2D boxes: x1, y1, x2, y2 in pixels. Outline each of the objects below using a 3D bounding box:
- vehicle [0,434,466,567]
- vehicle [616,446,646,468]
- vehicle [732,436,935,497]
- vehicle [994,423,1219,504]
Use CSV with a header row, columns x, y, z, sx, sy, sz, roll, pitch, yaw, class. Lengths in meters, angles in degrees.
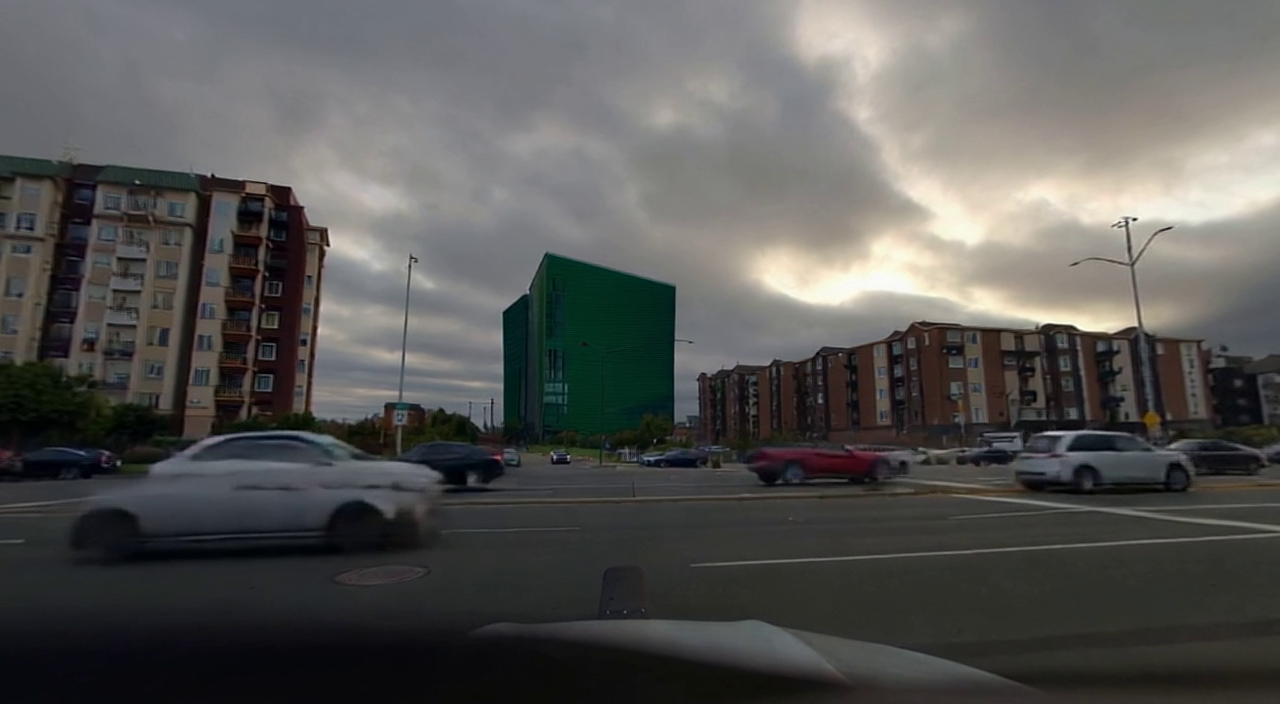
x,y,z,sx,sy,sz,roll,pitch,yaw,class
-4.871,1.830,8.357,4.710,1.444,2.041,1,-9,-9,vehicle
-0.712,7.772,46.744,1.845,1.509,3.855,1,-9,-8,vehicle
5.065,2.990,16.795,4.795,1.465,1.882,1,-9,-10,vehicle
10.764,2.538,14.681,4.011,1.697,1.857,1,-9,-11,vehicle
